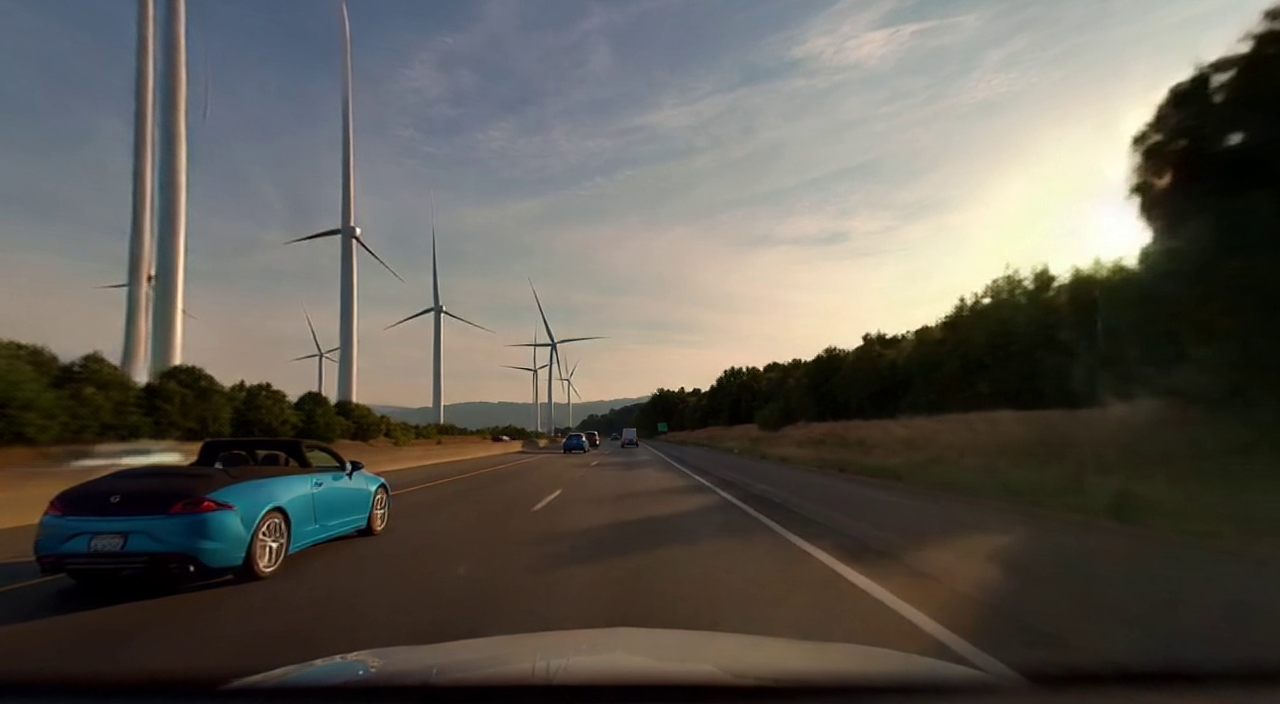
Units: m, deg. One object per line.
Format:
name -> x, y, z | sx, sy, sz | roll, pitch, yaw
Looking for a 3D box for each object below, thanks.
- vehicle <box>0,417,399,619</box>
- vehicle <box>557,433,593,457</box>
vehicle -> -4.304, 1.458, 6.603 | 1.969, 1.413, 4.194 | 0, -8, -1
vehicle -> -4.157, 5.996, 40.723 | 2.024, 1.456, 3.754 | 0, -8, -1
